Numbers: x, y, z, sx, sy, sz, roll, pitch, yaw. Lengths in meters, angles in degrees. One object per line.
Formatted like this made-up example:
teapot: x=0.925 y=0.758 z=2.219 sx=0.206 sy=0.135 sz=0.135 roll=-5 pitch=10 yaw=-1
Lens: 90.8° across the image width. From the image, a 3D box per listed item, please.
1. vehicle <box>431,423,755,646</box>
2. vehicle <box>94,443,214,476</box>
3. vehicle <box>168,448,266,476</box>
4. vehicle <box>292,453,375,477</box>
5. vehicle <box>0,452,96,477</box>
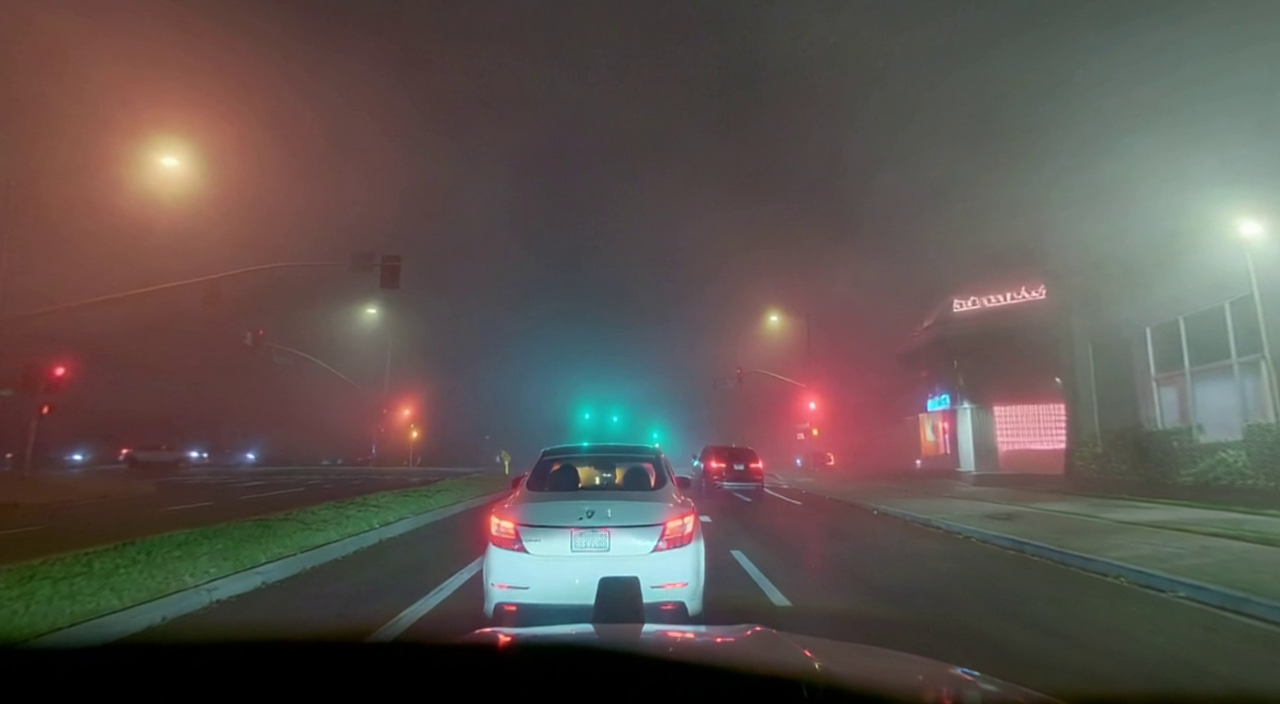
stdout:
vehicle: x=-0.331 y=1.551 z=6.449 sx=2.173 sy=1.479 sz=4.264 roll=0 pitch=-9 yaw=0
vehicle: x=-27.356 y=6.075 z=35.770 sx=4.877 sy=1.754 sz=1.978 roll=2 pitch=-9 yaw=-12
vehicle: x=-26.508 y=6.891 z=39.753 sx=4.575 sy=1.718 sz=2.008 roll=2 pitch=-9 yaw=-12
vehicle: x=-19.959 y=7.364 z=41.368 sx=4.548 sy=1.449 sz=1.802 roll=2 pitch=-9 yaw=-13
vehicle: x=-35.676 y=6.733 z=37.835 sx=4.199 sy=1.432 sz=1.727 roll=2 pitch=-9 yaw=-12
